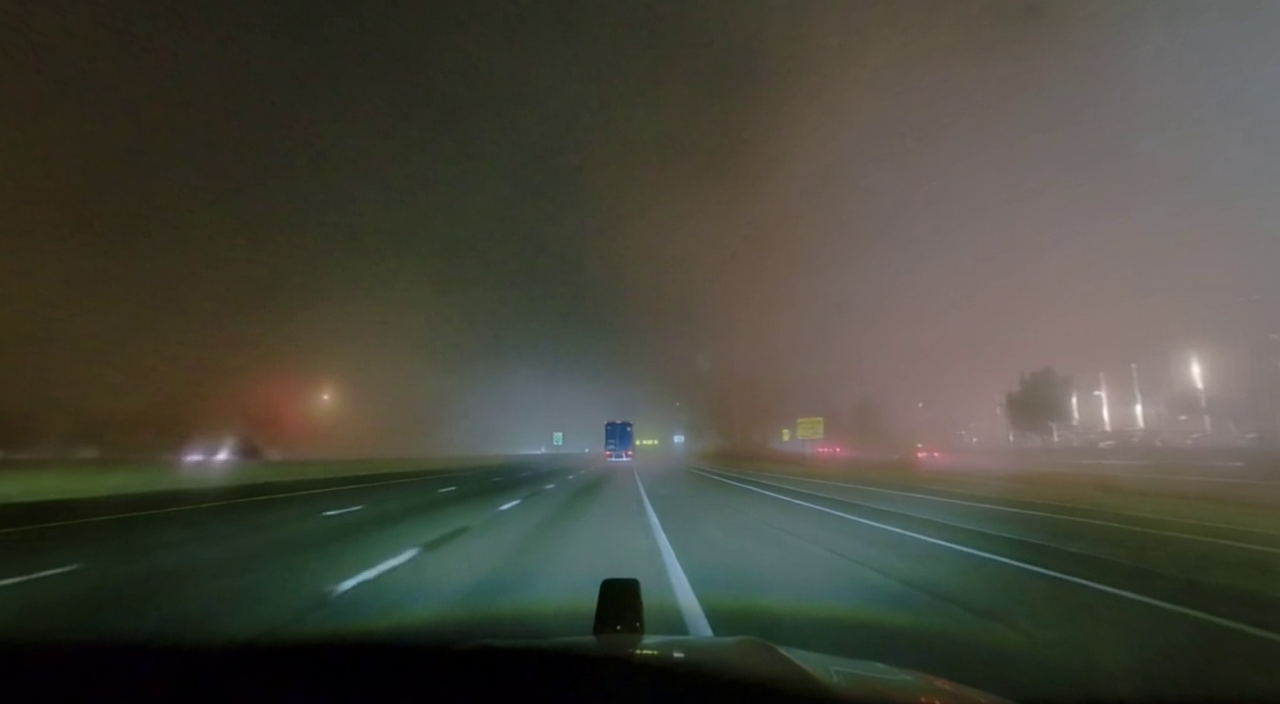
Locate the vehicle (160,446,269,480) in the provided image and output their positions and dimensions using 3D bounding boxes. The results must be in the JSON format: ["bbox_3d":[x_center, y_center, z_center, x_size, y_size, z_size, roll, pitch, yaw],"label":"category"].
[{"bbox_3d":[-24.418,6.358,36.507,2.165,1.728,5.997,0,-9,0],"label":"vehicle"}]
